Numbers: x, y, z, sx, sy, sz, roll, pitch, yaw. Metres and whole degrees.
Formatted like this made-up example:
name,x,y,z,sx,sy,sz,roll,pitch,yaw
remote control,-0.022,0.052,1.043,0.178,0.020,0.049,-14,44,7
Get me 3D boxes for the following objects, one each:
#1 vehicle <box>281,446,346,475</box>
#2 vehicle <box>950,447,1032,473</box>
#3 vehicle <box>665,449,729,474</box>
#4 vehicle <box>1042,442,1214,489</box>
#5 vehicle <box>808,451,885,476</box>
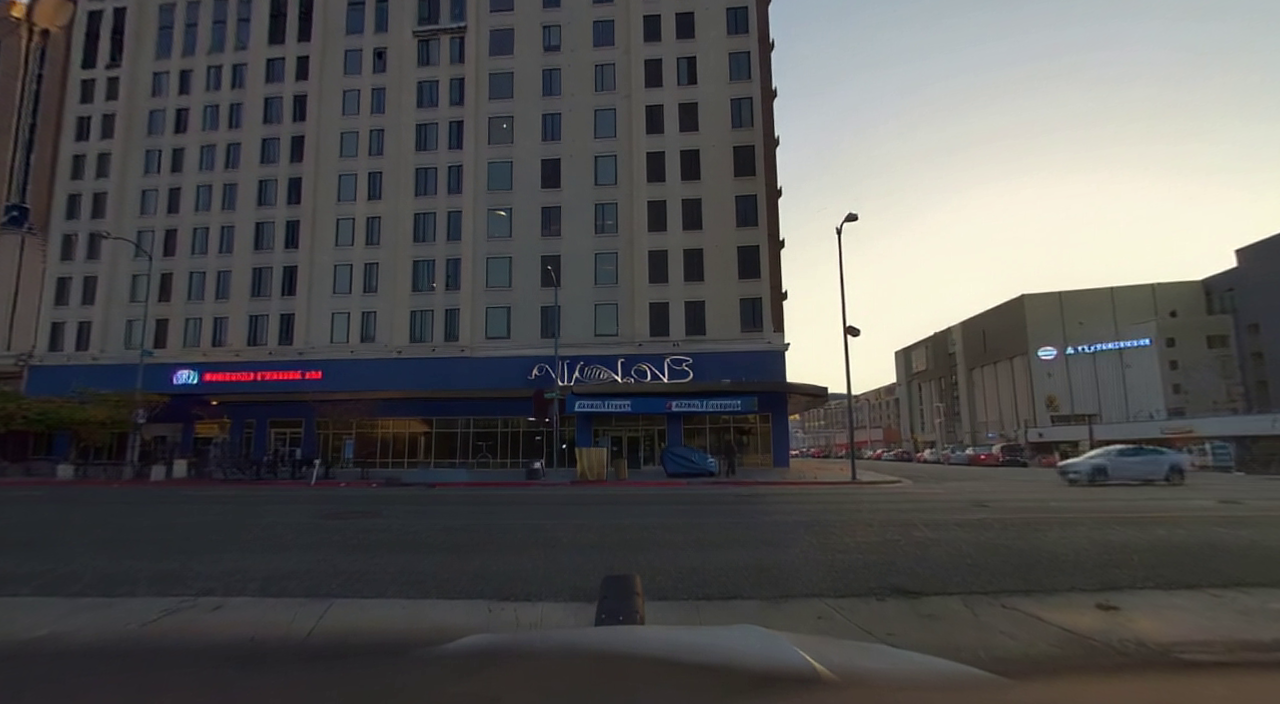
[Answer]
name,x,y,z,sx,sy,sz,roll,pitch,yaw
vehicle,-20.050,6.597,38.707,4.596,1.680,1.936,-8,-11,41
vehicle,25.664,7.885,46.288,4.838,1.799,1.914,-7,-11,39
vehicle,3.547,6.899,40.021,1.812,1.468,4.519,5,-10,-28
vehicle,18.352,4.261,23.909,4.889,1.659,2.059,1,-9,-4
vehicle,12.943,6.993,39.893,1.791,1.453,4.593,5,-10,-29
